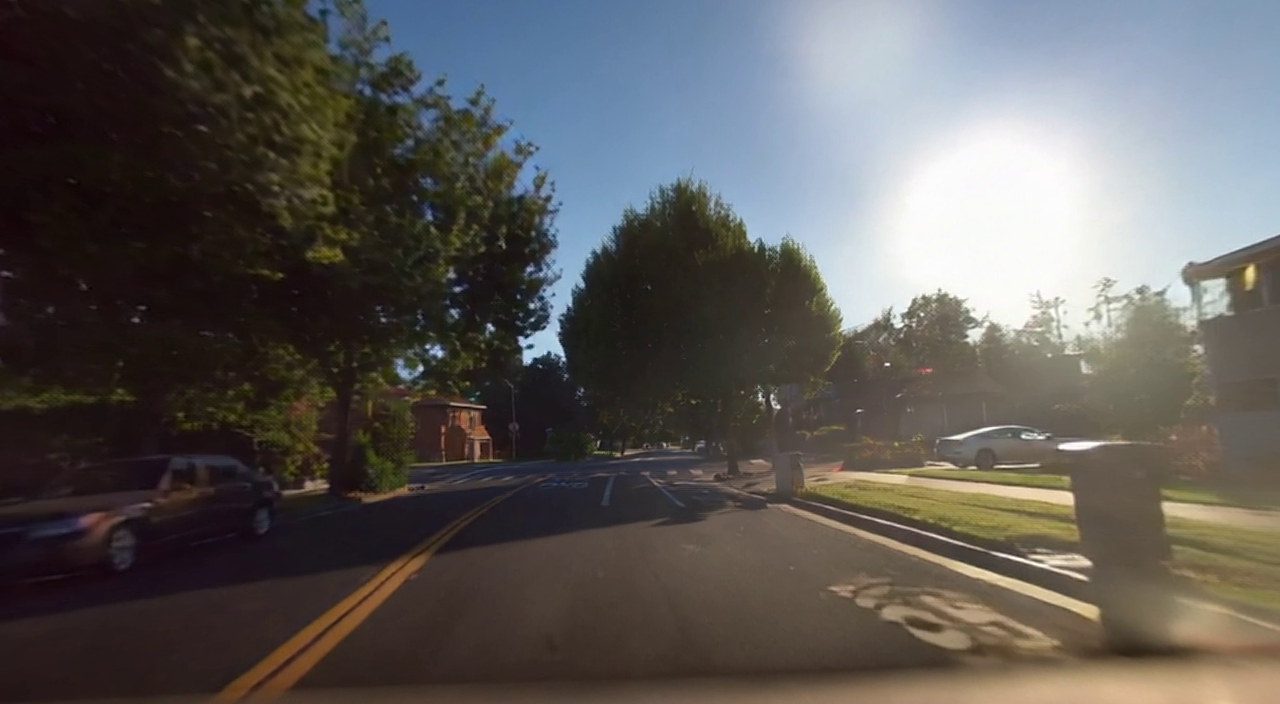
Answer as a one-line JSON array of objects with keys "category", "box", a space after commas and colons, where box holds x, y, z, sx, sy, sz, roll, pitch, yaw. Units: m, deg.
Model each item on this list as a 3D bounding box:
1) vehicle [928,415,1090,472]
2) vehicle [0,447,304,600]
[{"category": "vehicle", "box": [13.412, 3.379, 23.081, 4.562, 1.850, 2.130, 1, -9, 0]}, {"category": "vehicle", "box": [-6.763, 2.162, 8.776, 2.033, 1.456, 4.370, -4, -8, -5]}]
